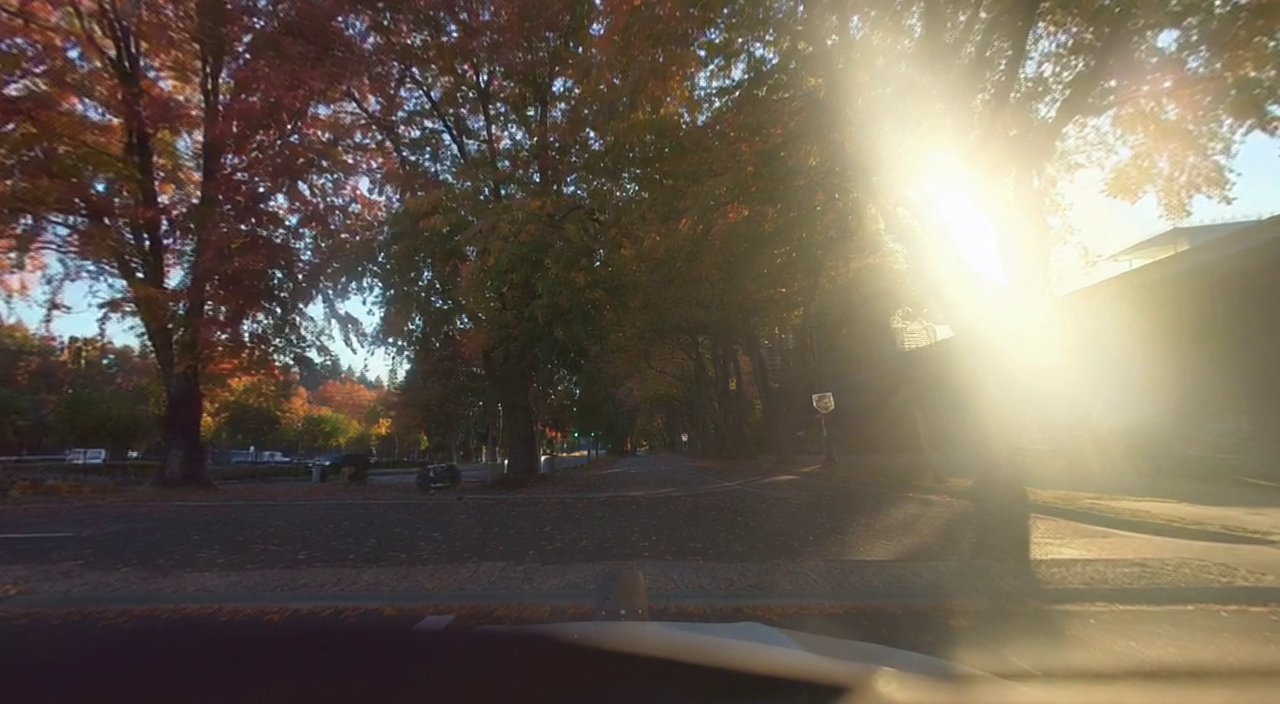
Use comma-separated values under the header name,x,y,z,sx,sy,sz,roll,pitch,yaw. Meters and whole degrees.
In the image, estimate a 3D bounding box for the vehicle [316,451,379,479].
name,x,y,z,sx,sy,sz,roll,pitch,yaw
vehicle,-19.474,7.509,42.049,1.902,1.720,3.248,-4,-10,25

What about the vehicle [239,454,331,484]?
name,x,y,z,sx,sy,sz,roll,pitch,yaw
vehicle,-21.495,7.078,38.287,1.907,1.644,4.410,-5,-10,29
